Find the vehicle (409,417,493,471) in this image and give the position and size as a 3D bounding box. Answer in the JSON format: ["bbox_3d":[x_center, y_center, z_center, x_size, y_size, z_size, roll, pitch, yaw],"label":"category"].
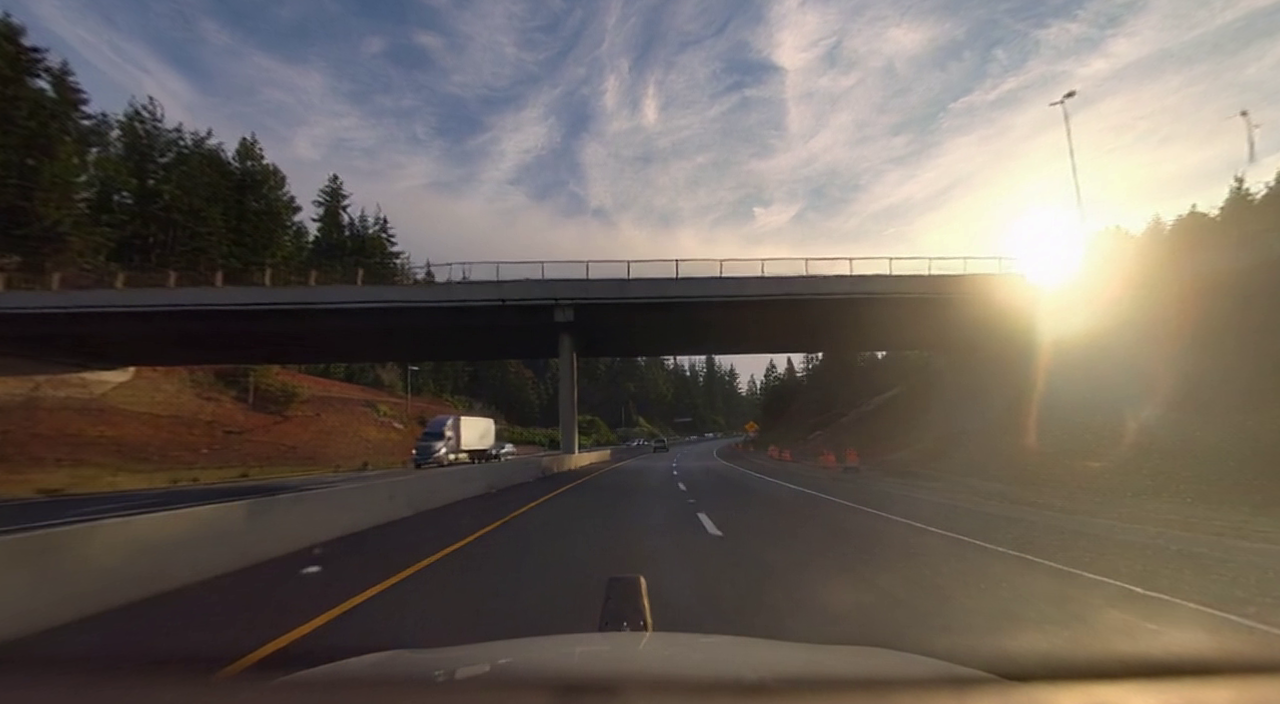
[{"bbox_3d":[-13.381,6.607,45.507,2.775,3.490,8.472,-1,-8,5],"label":"vehicle"}]
